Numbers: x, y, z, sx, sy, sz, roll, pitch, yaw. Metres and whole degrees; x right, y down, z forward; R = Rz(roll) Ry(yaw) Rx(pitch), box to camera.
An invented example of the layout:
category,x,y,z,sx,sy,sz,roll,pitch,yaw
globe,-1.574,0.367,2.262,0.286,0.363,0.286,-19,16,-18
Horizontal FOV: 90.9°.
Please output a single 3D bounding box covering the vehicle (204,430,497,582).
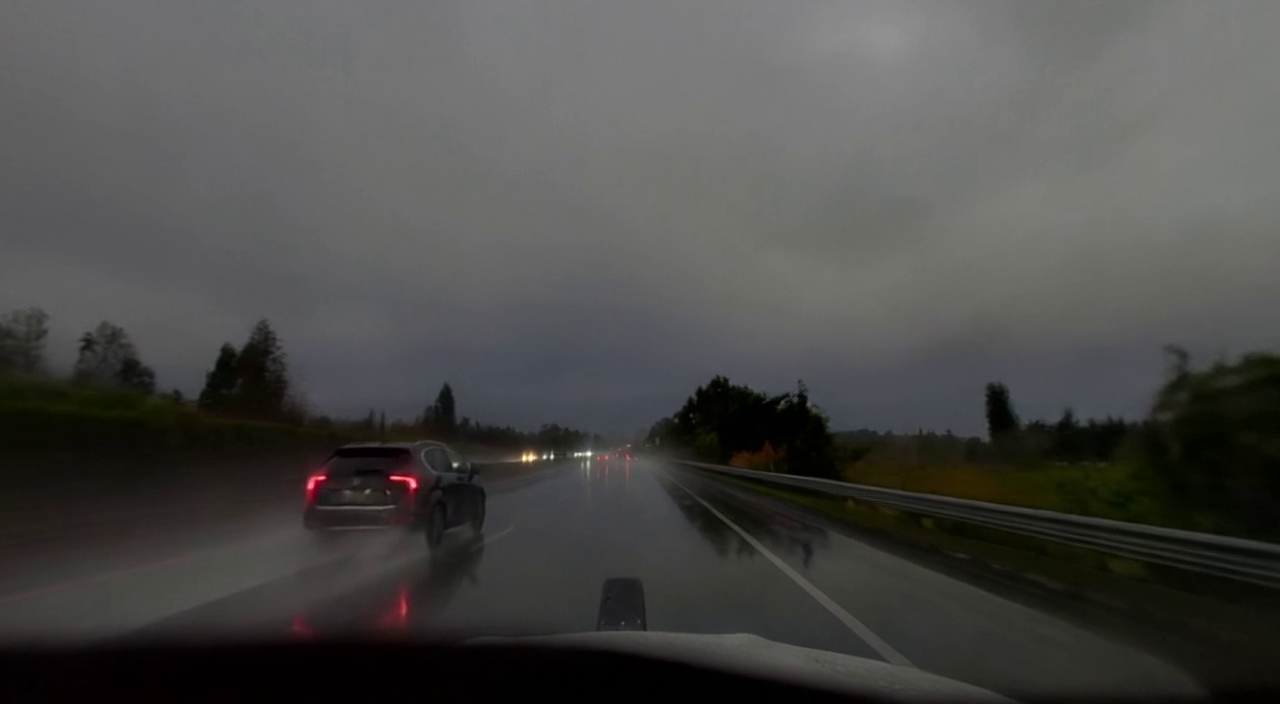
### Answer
category,x,y,z,sx,sy,sz,roll,pitch,yaw
vehicle,-3.780,2.083,9.397,2.135,1.686,4.517,0,-9,1
